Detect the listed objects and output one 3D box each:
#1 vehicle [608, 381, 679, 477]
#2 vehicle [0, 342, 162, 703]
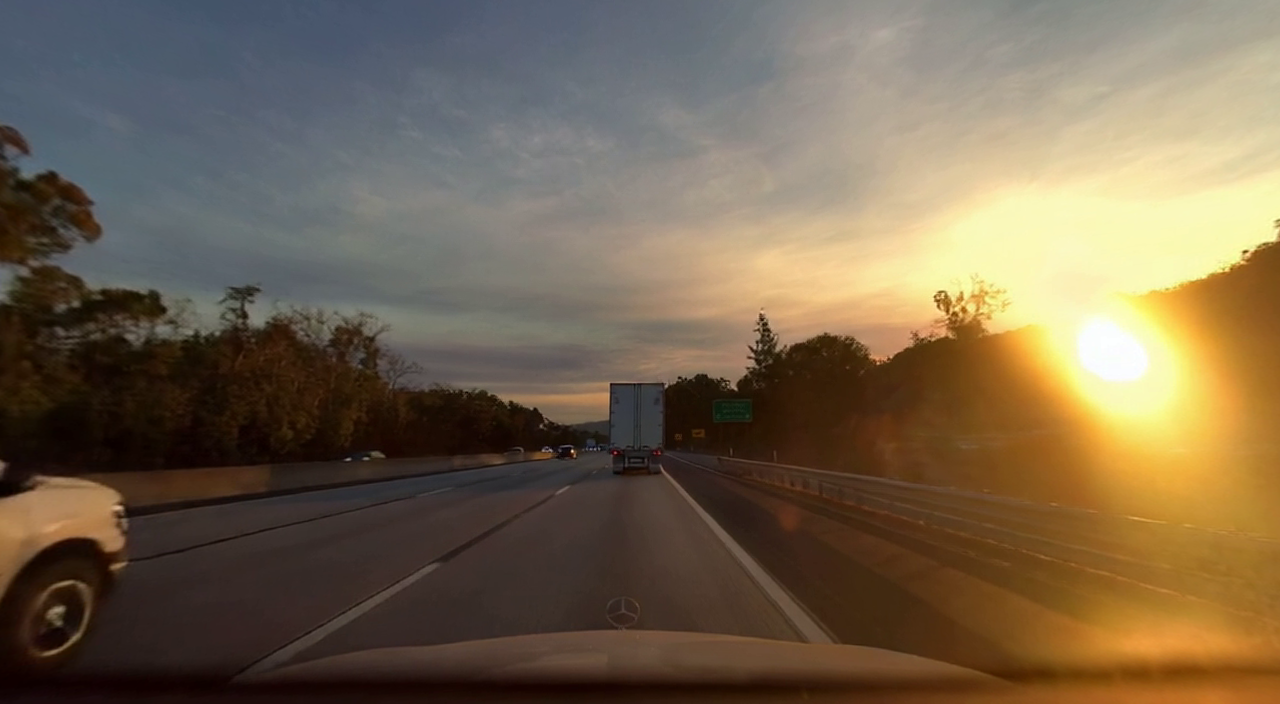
[{"bbox_3d":[0.042,4.171,32.985,3.052,4.132,11.336,0,-9,-1],"label":"vehicle"},{"bbox_3d":[-4.290,0.650,1.558,2.285,1.833,4.984,0,-9,0],"label":"vehicle"}]
